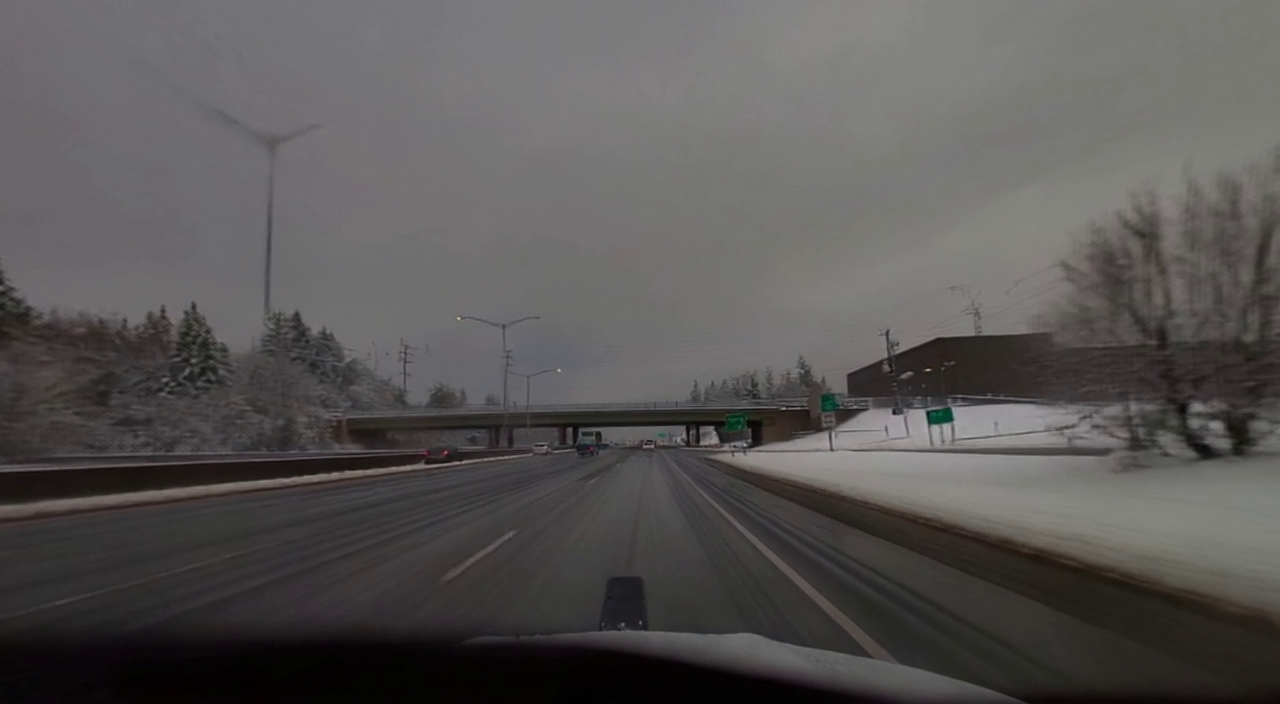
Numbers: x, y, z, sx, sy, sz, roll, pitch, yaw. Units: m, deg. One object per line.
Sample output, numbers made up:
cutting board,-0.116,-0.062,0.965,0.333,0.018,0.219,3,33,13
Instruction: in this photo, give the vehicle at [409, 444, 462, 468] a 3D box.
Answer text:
vehicle,-13.575,6.900,42.171,1.988,1.477,4.442,0,-8,1
